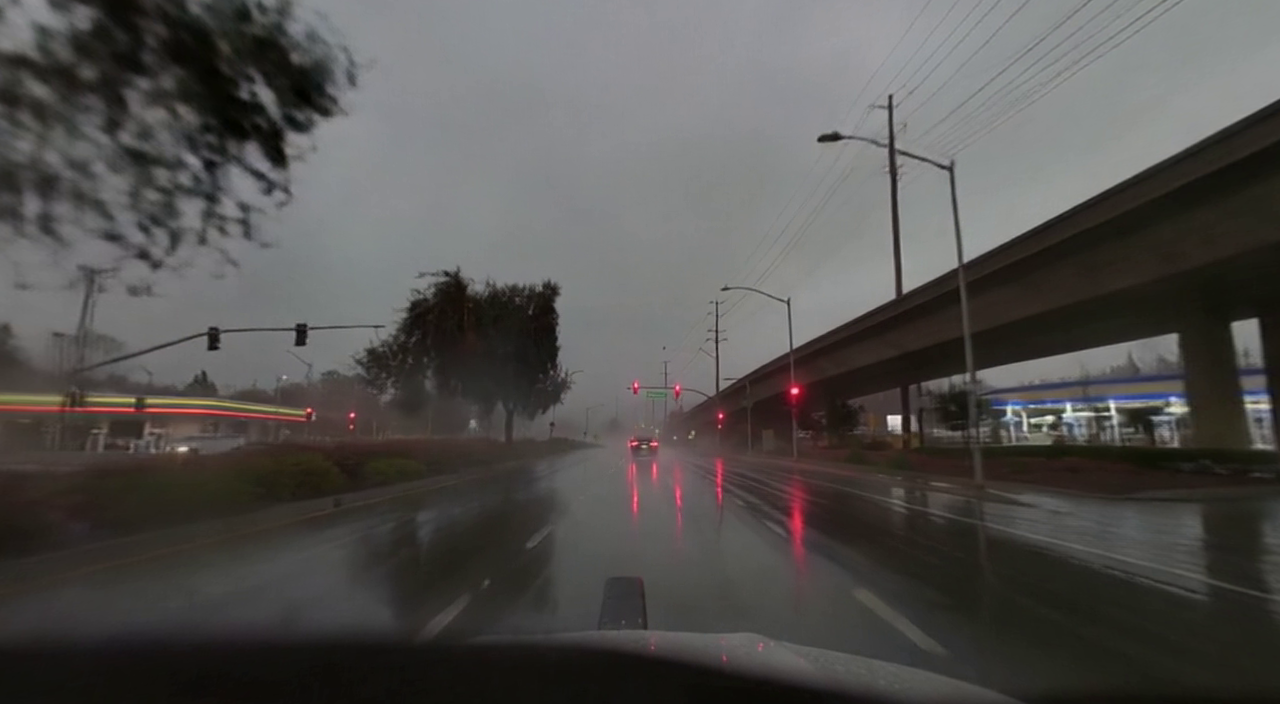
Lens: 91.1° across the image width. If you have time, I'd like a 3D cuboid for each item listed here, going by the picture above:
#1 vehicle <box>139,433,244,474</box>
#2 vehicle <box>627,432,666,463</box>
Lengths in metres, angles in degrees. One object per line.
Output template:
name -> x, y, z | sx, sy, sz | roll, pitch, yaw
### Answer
vehicle -> -23.183, 5.282, 32.741 | 2.026, 1.965, 4.674 | 0, -8, -1
vehicle -> 0.337, 5.442, 35.880 | 2.074, 1.631, 3.793 | 0, -8, 0
